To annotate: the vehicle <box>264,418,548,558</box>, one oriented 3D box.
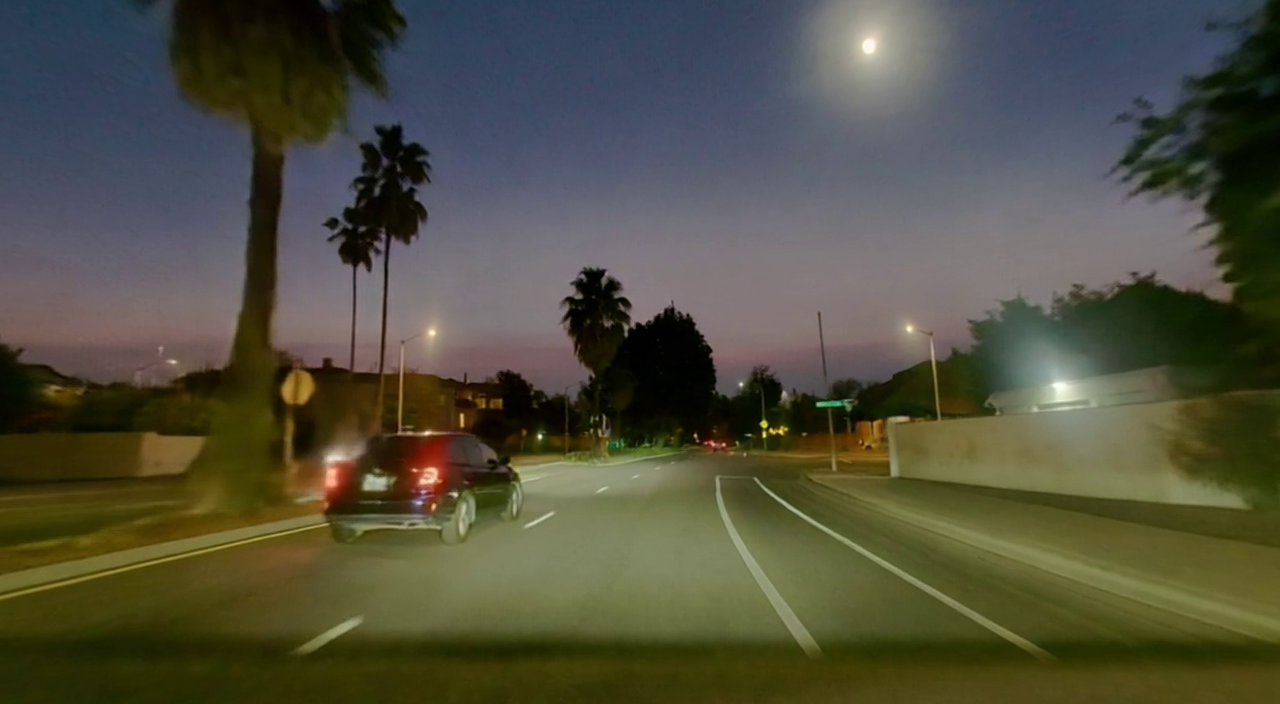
[{"bbox_3d":[-2.932,1.850,9.325,2.075,1.498,4.730,-1,-9,5],"label":"vehicle"}]
